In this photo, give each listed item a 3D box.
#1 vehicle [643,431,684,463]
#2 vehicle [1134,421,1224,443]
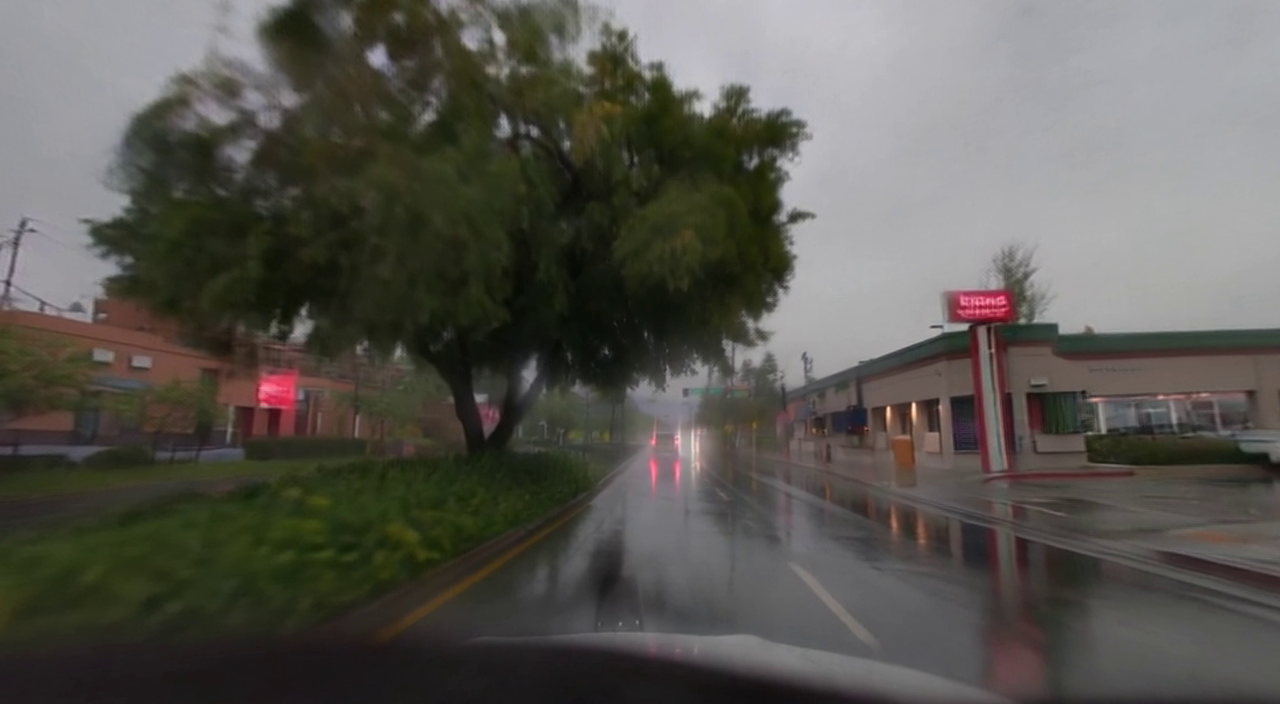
[{"bbox_3d":[1.473,5.611,37.299,2.235,1.719,4.292,1,-8,4],"label":"vehicle"},{"bbox_3d":[38.547,5.744,45.095,4.637,1.477,1.823,-1,-8,4],"label":"vehicle"}]
